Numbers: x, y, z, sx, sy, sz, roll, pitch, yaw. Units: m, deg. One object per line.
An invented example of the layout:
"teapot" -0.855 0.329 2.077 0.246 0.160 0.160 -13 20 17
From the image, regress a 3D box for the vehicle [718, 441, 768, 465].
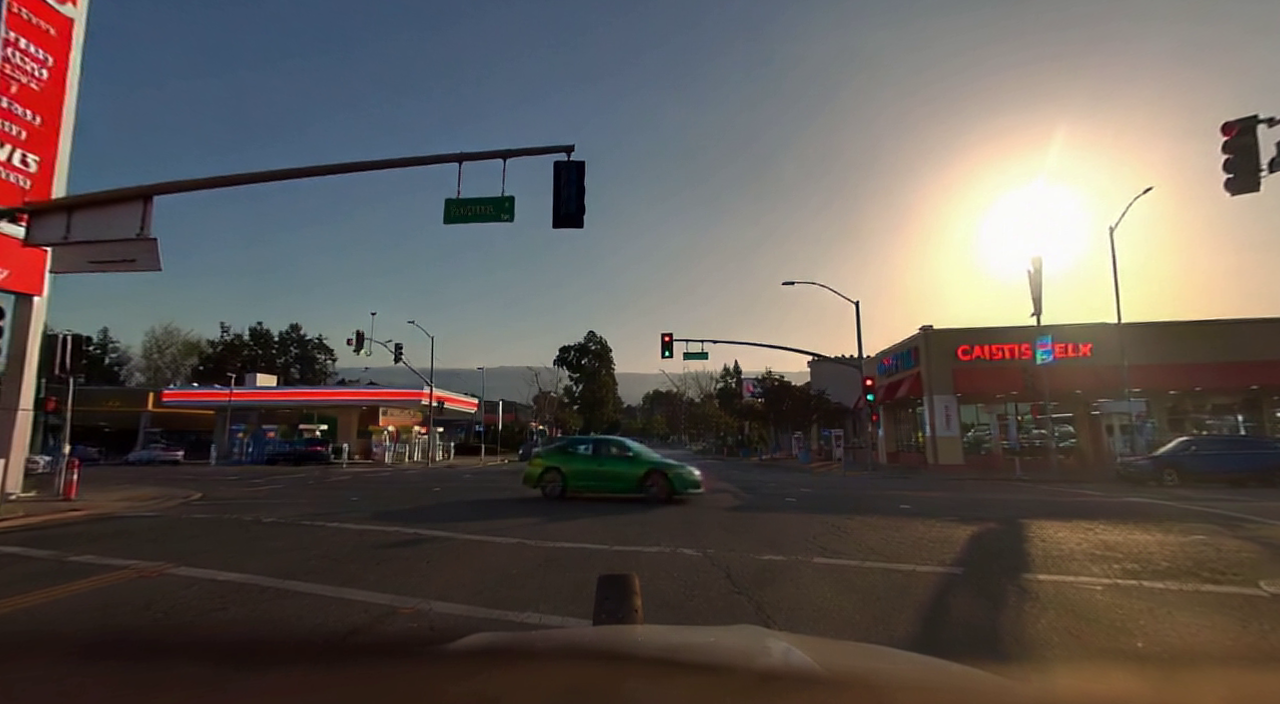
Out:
"vehicle" 6.580 6.525 41.019 1.831 1.467 4.792 1 -8 -8

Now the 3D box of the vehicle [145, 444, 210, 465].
"vehicle" -34.302 7.562 46.828 4.801 1.466 1.830 -5 -9 27

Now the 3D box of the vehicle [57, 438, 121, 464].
"vehicle" -39.963 7.172 45.796 4.311 1.742 1.864 -5 -9 27

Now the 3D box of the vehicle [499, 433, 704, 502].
"vehicle" -0.981 2.763 15.463 4.670 1.458 1.959 -5 -10 30

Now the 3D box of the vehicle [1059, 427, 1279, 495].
"vehicle" 13.304 2.628 15.479 4.681 1.495 2.096 -4 -9 23

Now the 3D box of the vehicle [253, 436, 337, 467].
"vehicle" -19.436 5.590 35.596 4.562 1.676 1.819 -5 -9 27
